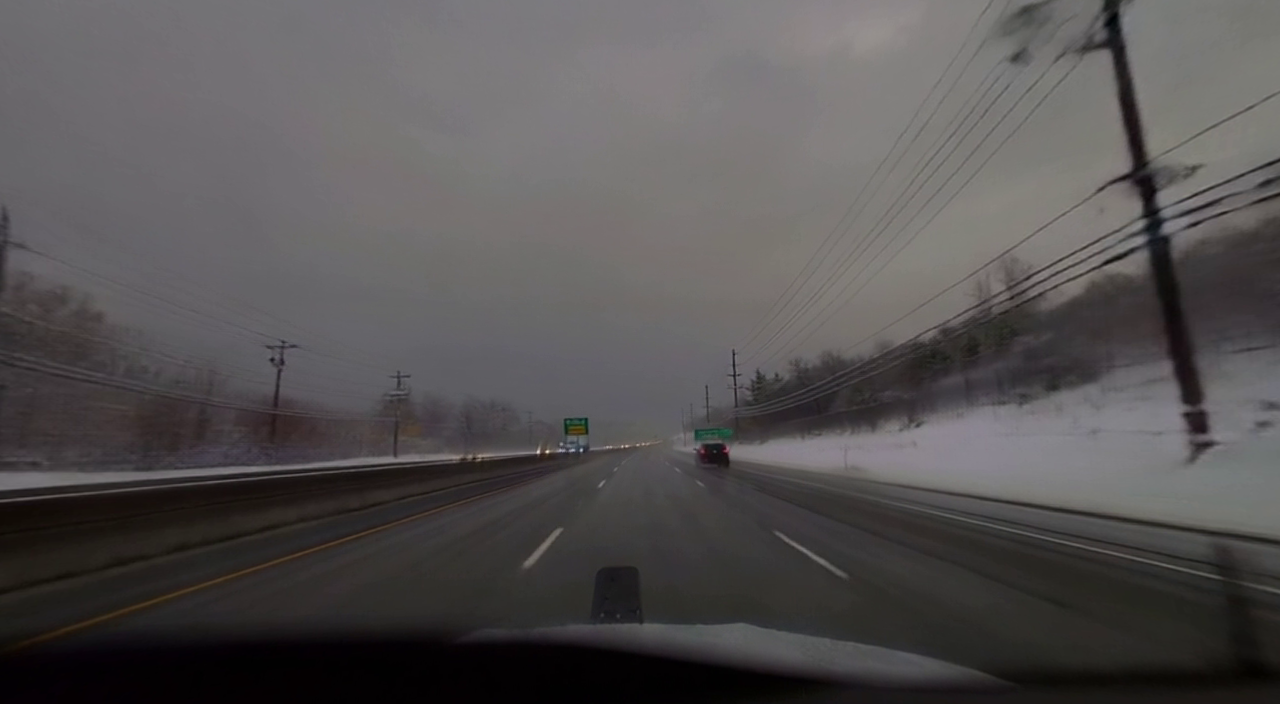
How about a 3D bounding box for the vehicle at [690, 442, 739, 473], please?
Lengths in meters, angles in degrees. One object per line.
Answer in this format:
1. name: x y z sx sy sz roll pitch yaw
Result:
1. vehicle: 3.970 5.682 33.964 2.054 1.565 4.089 0 -9 -1
